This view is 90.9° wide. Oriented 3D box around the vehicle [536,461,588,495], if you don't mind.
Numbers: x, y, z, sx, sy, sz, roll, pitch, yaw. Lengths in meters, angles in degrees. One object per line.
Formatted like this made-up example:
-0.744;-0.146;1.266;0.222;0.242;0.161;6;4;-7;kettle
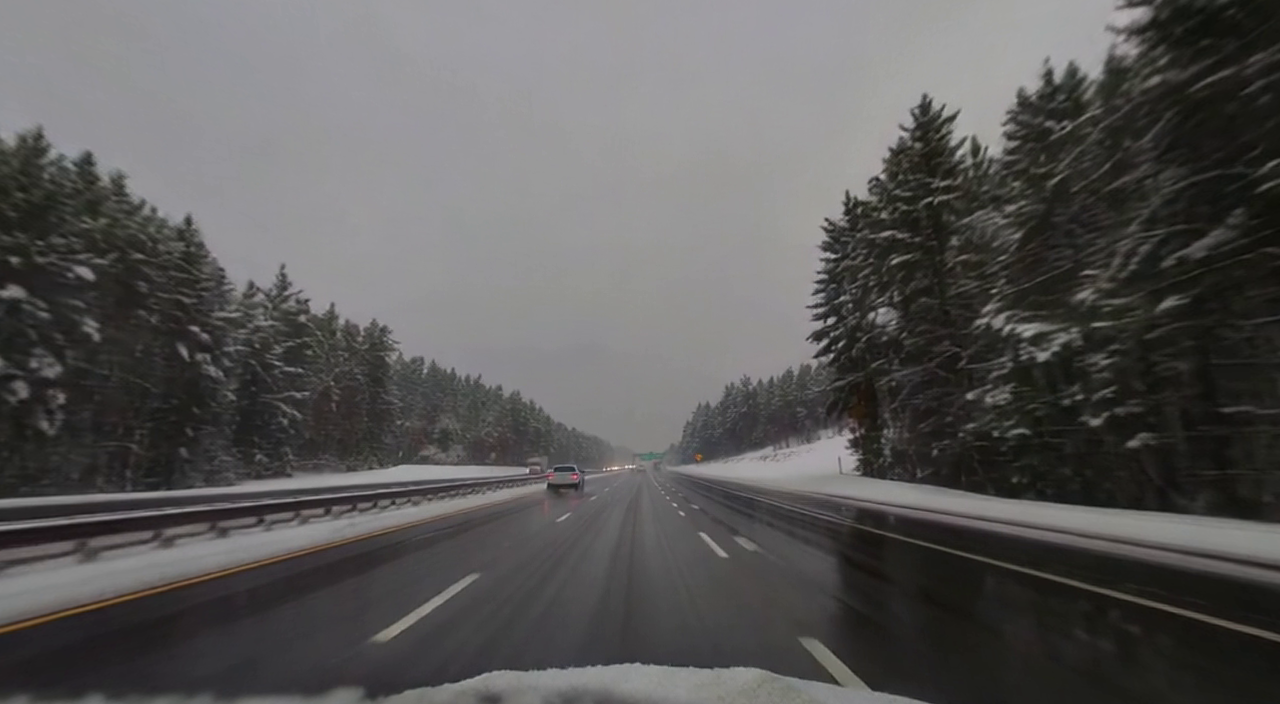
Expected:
-3.945;6.478;32.540;2.180;1.618;4.219;1;-10;-1;vehicle
